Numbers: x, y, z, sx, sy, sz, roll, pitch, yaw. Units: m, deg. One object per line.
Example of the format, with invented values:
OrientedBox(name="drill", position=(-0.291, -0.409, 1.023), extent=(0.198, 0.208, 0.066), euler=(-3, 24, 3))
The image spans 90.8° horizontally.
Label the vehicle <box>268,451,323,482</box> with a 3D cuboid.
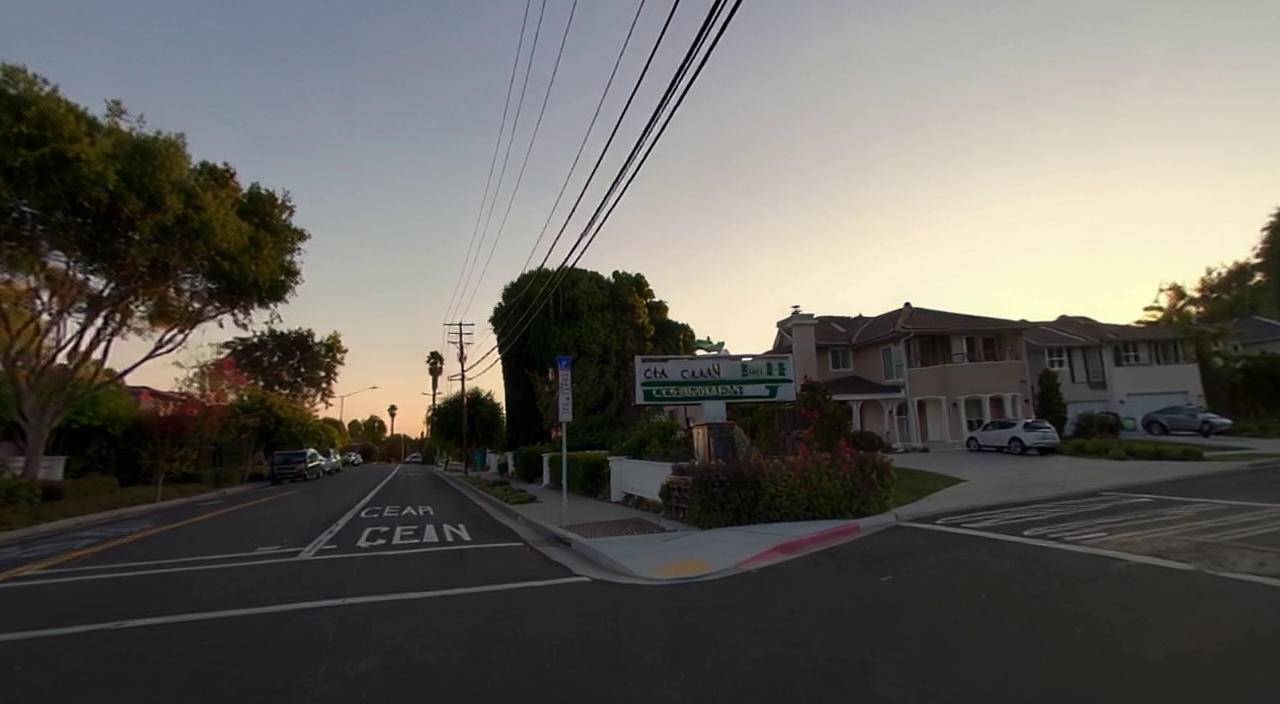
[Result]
OrientedBox(name="vehicle", position=(-21.818, 7.223, 40.237), extent=(2.203, 1.787, 4.704), euler=(3, -9, -19))
